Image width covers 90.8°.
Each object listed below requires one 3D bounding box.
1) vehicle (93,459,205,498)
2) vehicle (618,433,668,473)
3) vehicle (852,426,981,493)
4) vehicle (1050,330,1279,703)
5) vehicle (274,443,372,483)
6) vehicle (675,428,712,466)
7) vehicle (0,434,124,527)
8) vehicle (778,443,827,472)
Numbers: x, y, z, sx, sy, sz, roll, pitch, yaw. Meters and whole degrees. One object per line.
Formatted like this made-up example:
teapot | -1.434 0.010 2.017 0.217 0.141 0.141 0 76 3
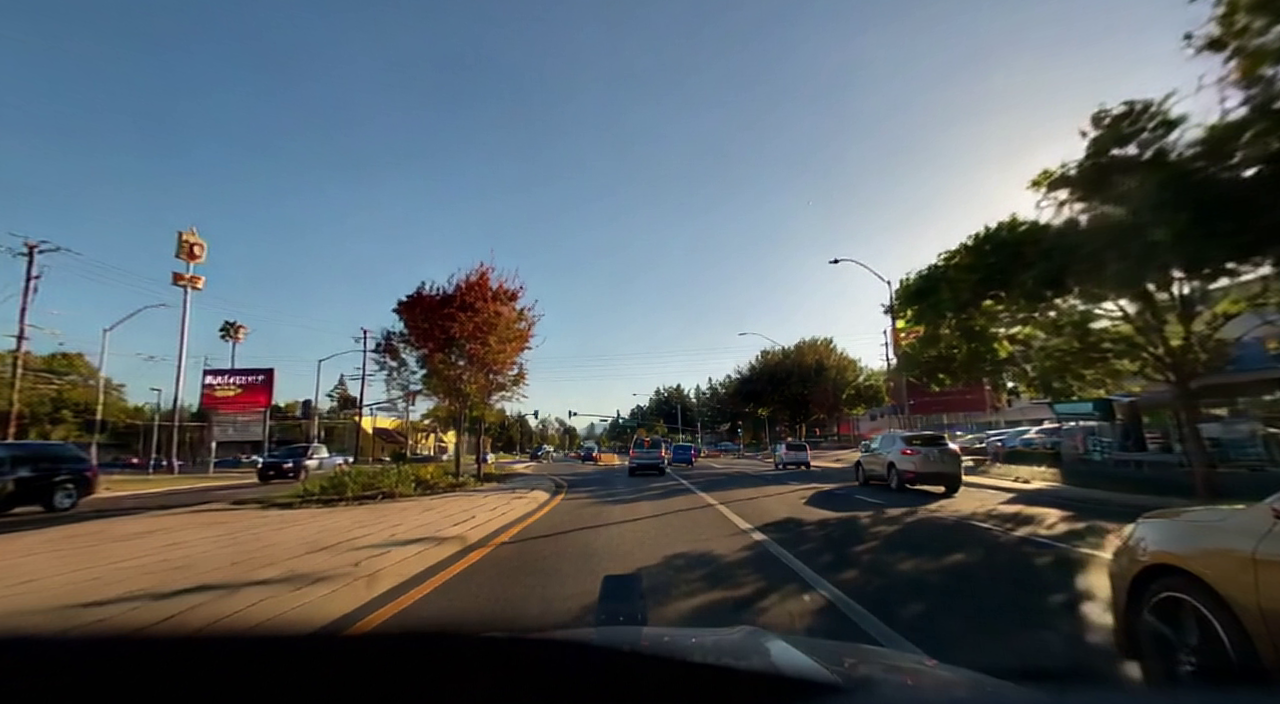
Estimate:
vehicle | -21.836 5.600 28.285 1.879 1.520 3.830 0 -9 0
vehicle | 0.119 5.261 32.993 2.402 1.938 4.535 0 -9 -1
vehicle | 8.142 3.203 19.130 1.977 1.786 4.344 0 -9 1
vehicle | 3.503 0.637 1.488 2.076 1.716 4.416 0 -9 0
vehicle | -14.450 5.084 29.142 2.136 1.676 4.371 -1 -9 2
vehicle | 3.815 6.844 45.648 2.239 2.586 4.586 0 -8 0
vehicle | -13.943 2.652 13.103 2.159 1.836 5.038 0 -9 0
vehicle | 9.129 5.938 35.863 1.879 1.517 4.006 -1 -9 2
